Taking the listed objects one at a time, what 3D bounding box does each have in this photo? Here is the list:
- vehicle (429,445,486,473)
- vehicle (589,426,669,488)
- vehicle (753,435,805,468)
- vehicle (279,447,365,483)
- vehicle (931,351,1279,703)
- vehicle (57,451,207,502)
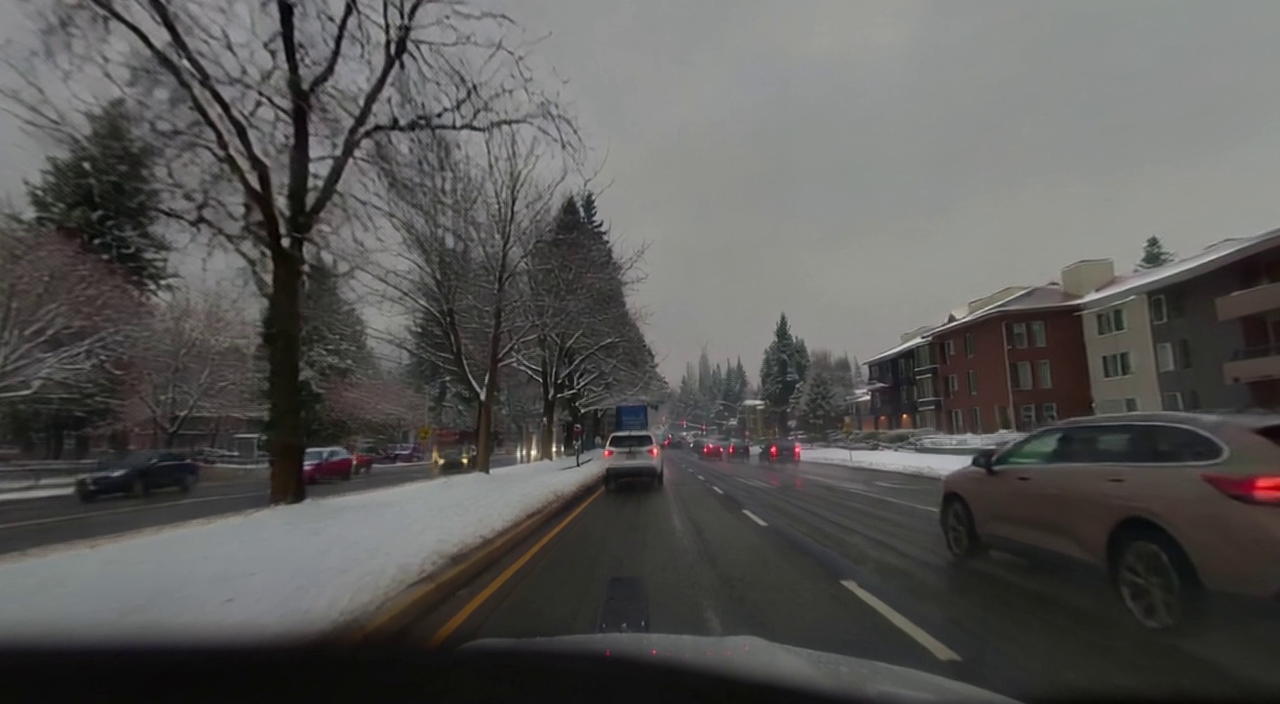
[{"bbox_3d":[-10.317,6.035,35.959,1.907,1.471,4.410,0,-8,1],"label":"vehicle"},{"bbox_3d":[-0.324,3.426,20.826,2.332,1.798,4.546,0,-8,0],"label":"vehicle"},{"bbox_3d":[7.722,5.599,35.455,1.971,1.722,4.341,0,-8,0],"label":"vehicle"},{"bbox_3d":[-16.388,5.803,32.823,1.972,1.723,4.608,0,-8,1],"label":"vehicle"},{"bbox_3d":[3.879,1.014,3.871,2.100,1.689,4.501,0,-8,1],"label":"vehicle"},{"bbox_3d":[-20.339,4.965,25.577,2.001,1.788,4.776,0,-8,1],"label":"vehicle"}]
